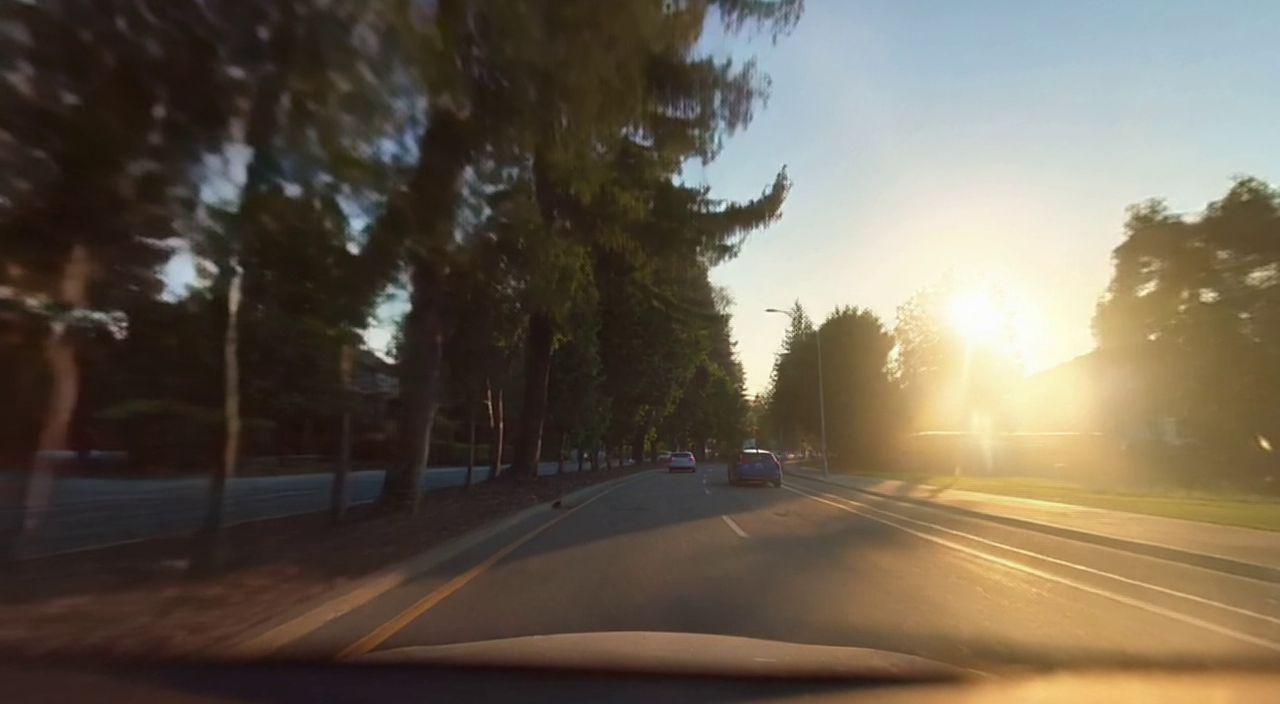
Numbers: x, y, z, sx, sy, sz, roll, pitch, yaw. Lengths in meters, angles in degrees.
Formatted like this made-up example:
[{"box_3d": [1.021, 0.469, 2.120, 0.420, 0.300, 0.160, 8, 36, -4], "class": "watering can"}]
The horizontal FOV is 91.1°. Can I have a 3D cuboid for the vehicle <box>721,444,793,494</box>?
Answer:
[{"box_3d": [4.253, 4.275, 23.449, 1.971, 1.663, 4.287, 0, -9, 2], "class": "vehicle"}]

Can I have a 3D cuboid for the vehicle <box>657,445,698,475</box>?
[{"box_3d": [2.456, 6.856, 40.139, 2.251, 1.822, 4.391, -1, -9, 8], "class": "vehicle"}]
